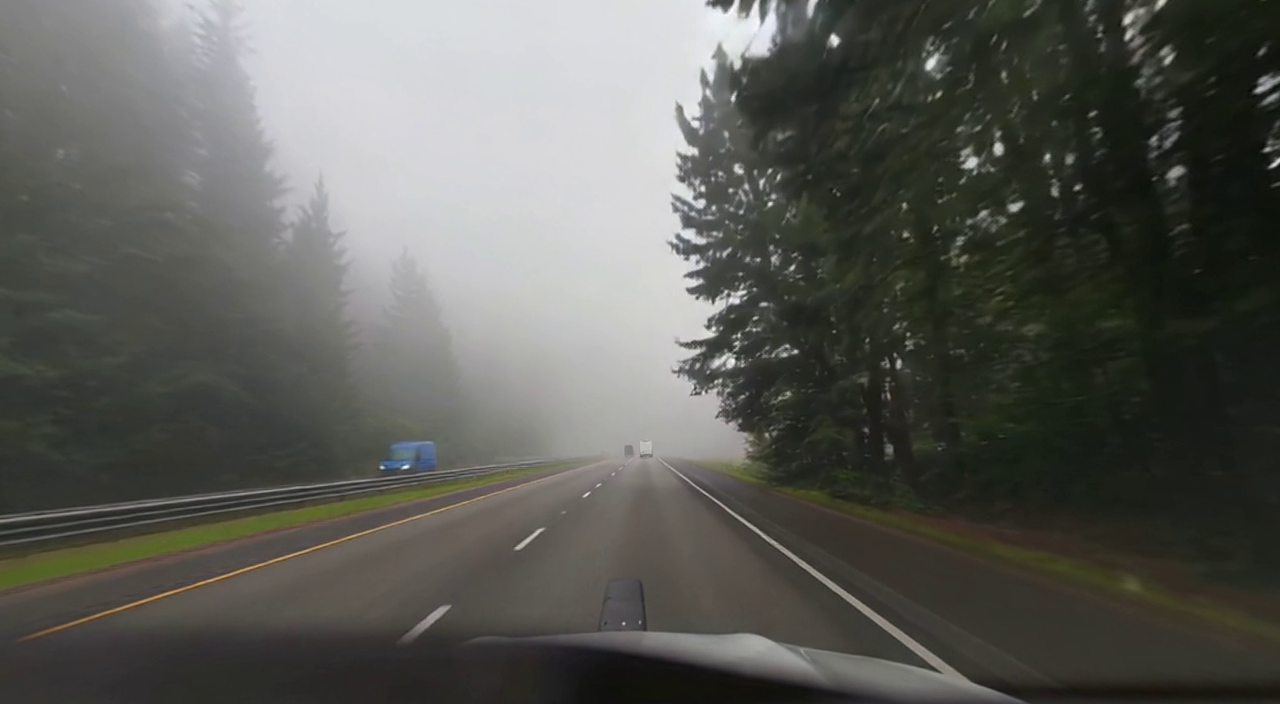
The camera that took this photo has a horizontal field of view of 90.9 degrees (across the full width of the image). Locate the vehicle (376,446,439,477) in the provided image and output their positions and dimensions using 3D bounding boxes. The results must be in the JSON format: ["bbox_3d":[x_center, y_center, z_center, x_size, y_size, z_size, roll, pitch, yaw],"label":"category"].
[{"bbox_3d":[-15.113,7.108,41.228,2.140,1.899,4.803,0,-9,2],"label":"vehicle"}]
